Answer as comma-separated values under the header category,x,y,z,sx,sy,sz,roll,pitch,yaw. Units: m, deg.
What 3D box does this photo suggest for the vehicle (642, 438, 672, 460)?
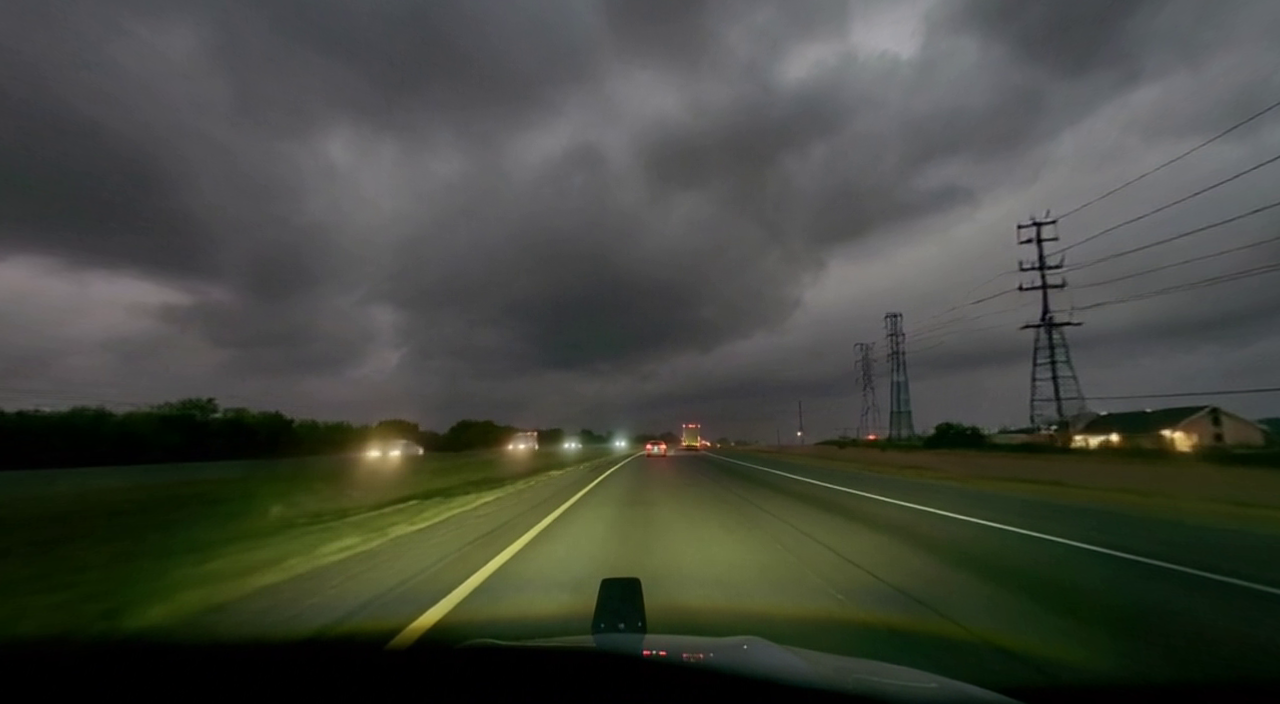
category,x,y,z,sx,sy,sz,roll,pitch,yaw
vehicle,1.303,7.331,47.844,2.192,1.556,4.132,-1,-8,2

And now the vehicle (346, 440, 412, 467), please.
category,x,y,z,sx,sy,sz,roll,pitch,yaw
vehicle,-16.071,6.260,39.071,1.979,1.548,4.640,-1,-8,2
